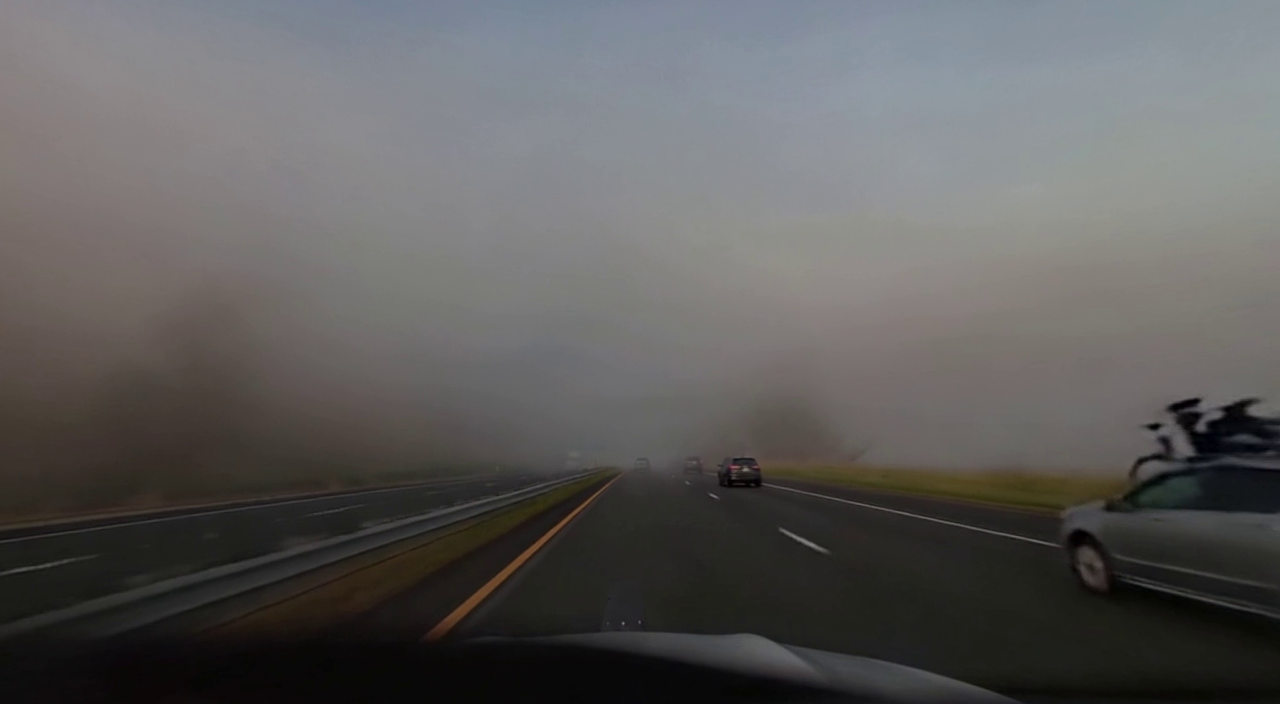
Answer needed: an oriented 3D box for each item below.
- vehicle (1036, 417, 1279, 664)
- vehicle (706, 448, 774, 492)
[{"bbox_3d":[4.961,1.242,4.390,1.964,1.513,3.707,0,-9,0],"label":"vehicle"},{"bbox_3d":[4.109,4.931,26.683,2.122,1.662,4.392,0,-9,0],"label":"vehicle"}]
